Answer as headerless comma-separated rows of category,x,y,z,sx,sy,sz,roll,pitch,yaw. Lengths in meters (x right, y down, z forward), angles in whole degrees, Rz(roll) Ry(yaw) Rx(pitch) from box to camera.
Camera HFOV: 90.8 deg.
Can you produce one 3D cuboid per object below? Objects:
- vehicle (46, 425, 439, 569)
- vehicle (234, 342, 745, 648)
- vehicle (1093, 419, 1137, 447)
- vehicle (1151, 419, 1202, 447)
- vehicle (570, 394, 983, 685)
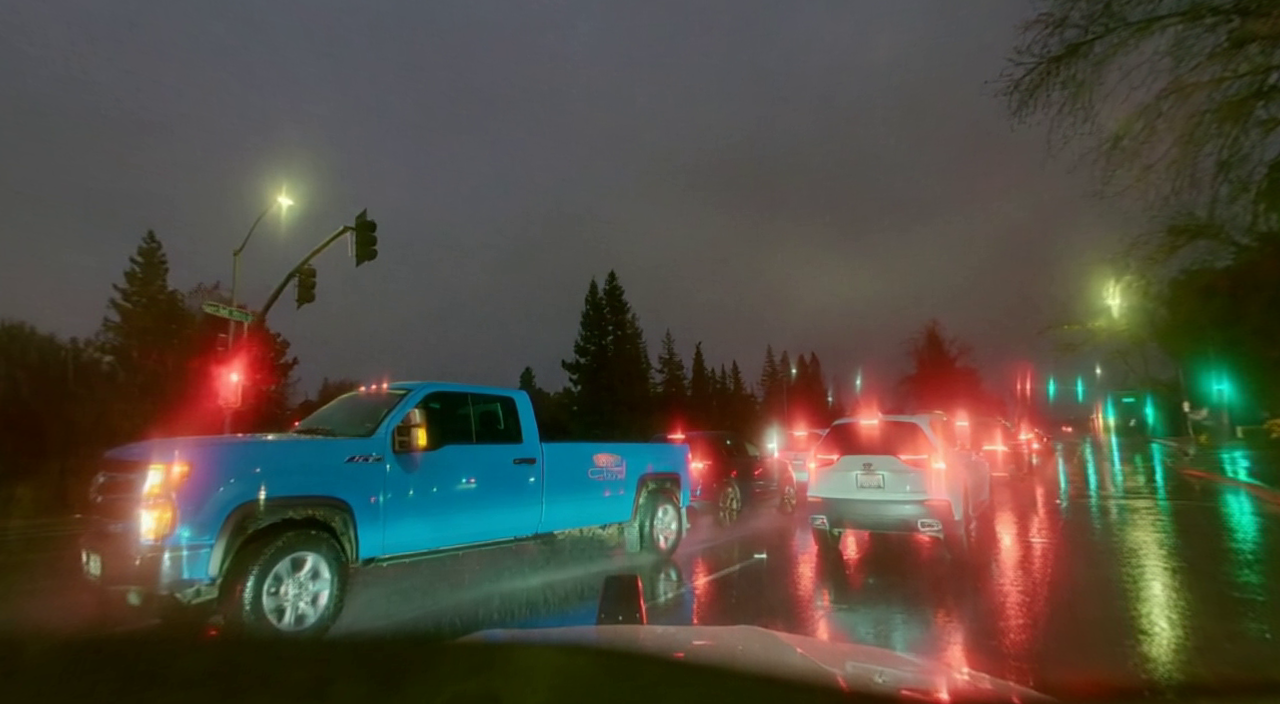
vehicle,-5.948,2.127,10.193,1.982,1.712,4.862,-6,-10,35
vehicle,-0.872,1.405,7.460,2.272,2.016,6.146,-5,-10,28
vehicle,32.845,5.669,43.737,2.160,1.790,4.303,-6,-10,35
vehicle,35.862,5.470,42.275,2.183,1.714,4.491,-6,-11,36
vehicle,1.711,1.375,5.985,2.027,1.549,4.801,-6,-10,35
